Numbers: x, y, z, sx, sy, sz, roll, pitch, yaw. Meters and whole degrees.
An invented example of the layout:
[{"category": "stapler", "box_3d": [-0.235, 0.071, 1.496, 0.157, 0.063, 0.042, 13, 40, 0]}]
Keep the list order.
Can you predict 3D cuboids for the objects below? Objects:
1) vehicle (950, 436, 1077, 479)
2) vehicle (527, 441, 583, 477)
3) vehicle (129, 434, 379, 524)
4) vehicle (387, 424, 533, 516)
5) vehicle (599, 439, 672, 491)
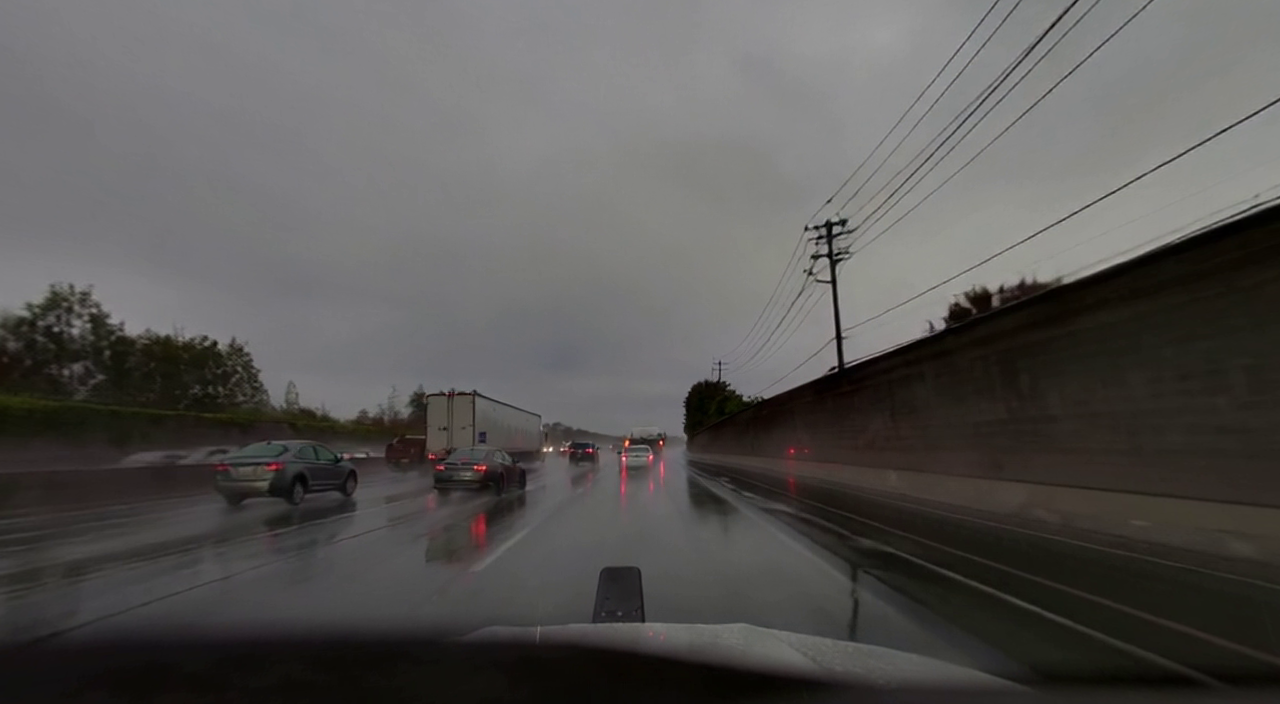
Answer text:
[{"category": "vehicle", "box_3d": [14.267, 4.043, 24.523, 1.949, 1.472, 4.795, 0, -8, 0]}, {"category": "vehicle", "box_3d": [-3.730, 4.756, 28.392, 1.870, 1.485, 4.304, 0, -8, 1]}, {"category": "vehicle", "box_3d": [-7.620, 2.528, 13.260, 2.165, 1.511, 4.810, 0, -8, 1]}, {"category": "vehicle", "box_3d": [-3.761, 2.543, 14.119, 1.923, 1.716, 4.289, 0, -8, 1]}, {"category": "vehicle", "box_3d": [-0.156, 3.518, 19.997, 2.089, 1.477, 3.818, 0, -8, -1]}]
